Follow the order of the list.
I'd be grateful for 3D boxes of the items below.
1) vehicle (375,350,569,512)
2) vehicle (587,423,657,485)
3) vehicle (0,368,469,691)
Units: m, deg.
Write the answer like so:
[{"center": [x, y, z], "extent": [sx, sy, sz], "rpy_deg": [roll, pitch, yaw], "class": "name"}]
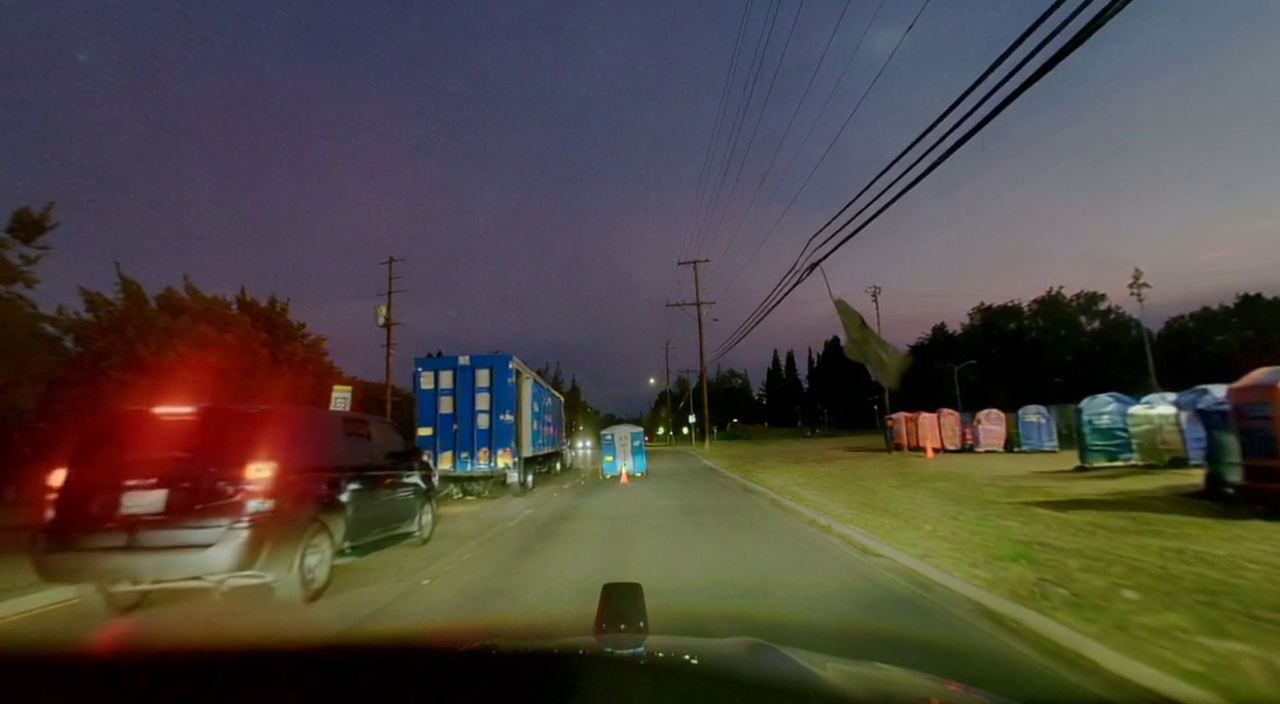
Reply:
[{"center": [-4.005, 2.233, 17.404], "extent": [3.120, 3.393, 7.945], "rpy_deg": [1, -8, 0], "class": "vehicle"}, {"center": [-0.579, 3.380, 21.173], "extent": [2.117, 1.861, 4.095], "rpy_deg": [0, -8, -1], "class": "vehicle"}, {"center": [-3.449, 1.347, 6.028], "extent": [2.187, 1.821, 4.748], "rpy_deg": [0, -8, 1], "class": "vehicle"}]
